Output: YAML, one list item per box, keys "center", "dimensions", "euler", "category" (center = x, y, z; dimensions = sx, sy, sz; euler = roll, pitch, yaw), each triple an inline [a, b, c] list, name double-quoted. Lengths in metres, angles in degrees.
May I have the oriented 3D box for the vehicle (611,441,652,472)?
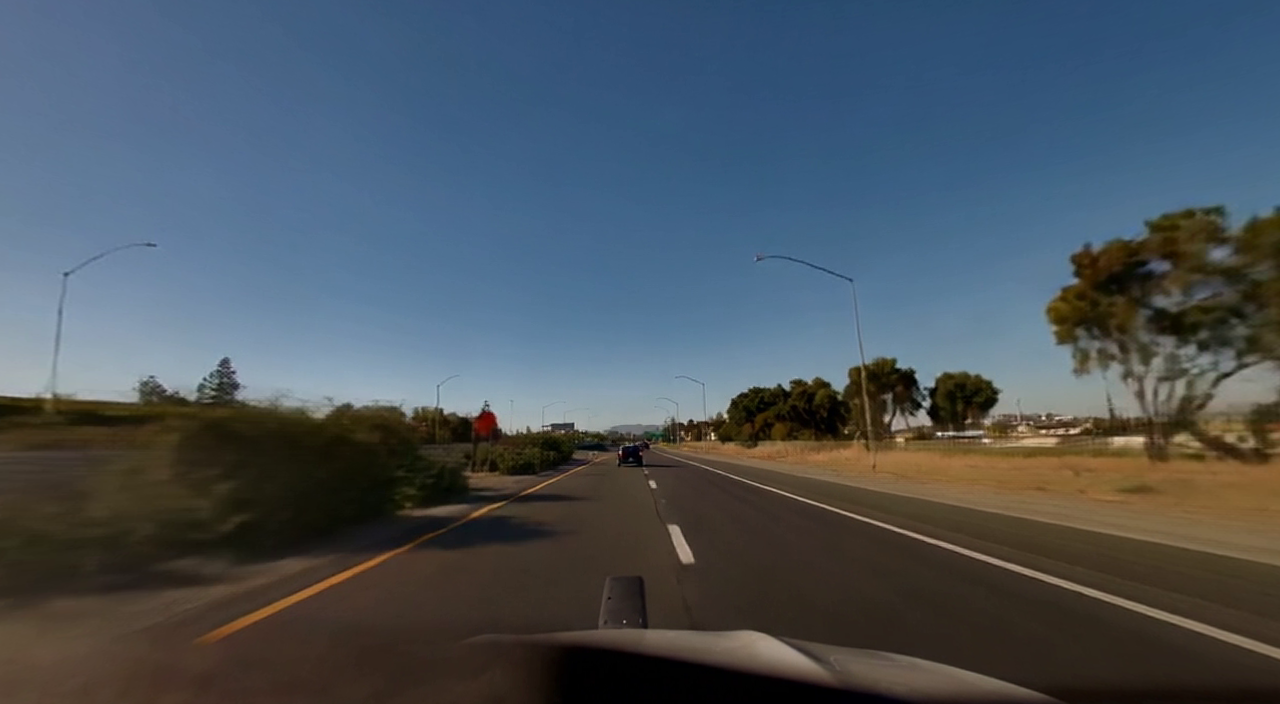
- center: [-0.467, 5.403, 32.939]
  dimensions: [1.991, 1.475, 4.302]
  euler: [0, -8, -2]
  category: "vehicle"
